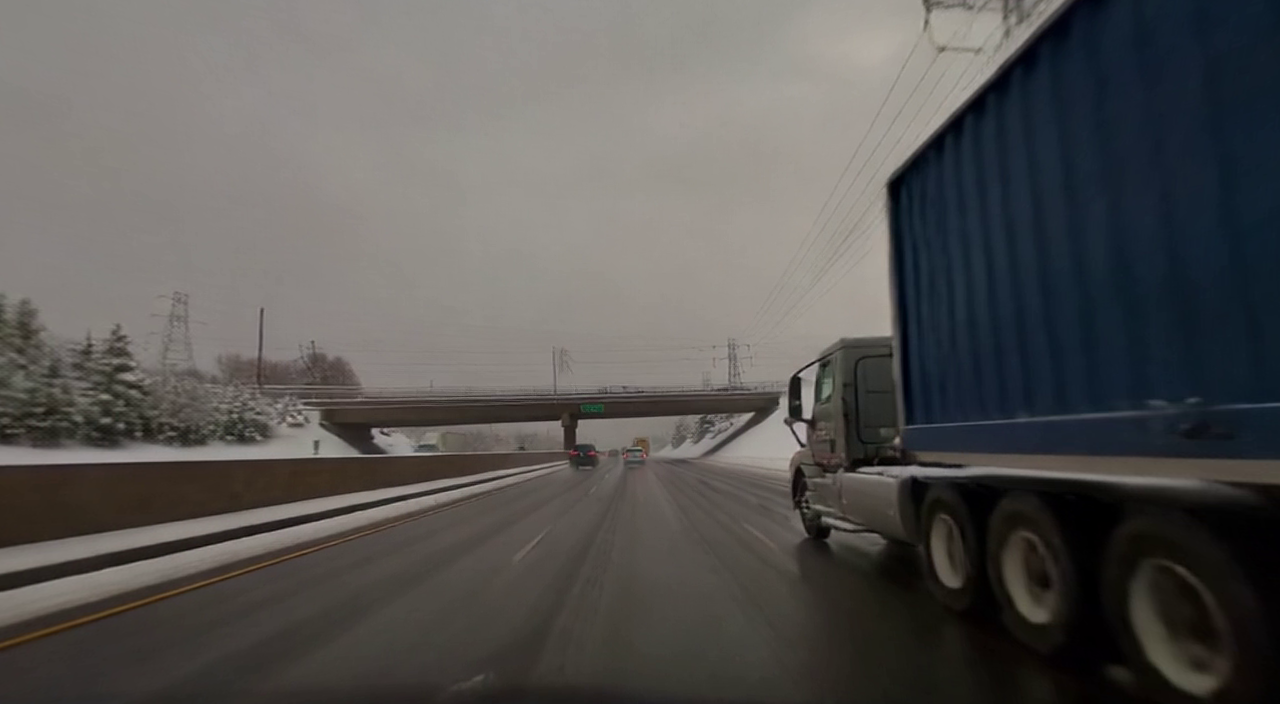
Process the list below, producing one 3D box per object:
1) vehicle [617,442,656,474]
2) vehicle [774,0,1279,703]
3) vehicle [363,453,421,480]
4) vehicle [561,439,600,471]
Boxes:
[{"bbox_3d":[-0.212,5.786,34.350,2.004,1.615,4.113,0,-9,0],"label":"vehicle"},{"bbox_3d":[3.838,0.148,5.266,3.011,3.930,10.078,0,-9,-1],"label":"vehicle"},{"bbox_3d":[-15.649,7.205,39.725,1.835,1.528,4.482,0,-9,0],"label":"vehicle"},{"bbox_3d":[-3.820,6.716,40.946,2.077,1.884,4.961,0,-9,0],"label":"vehicle"}]
